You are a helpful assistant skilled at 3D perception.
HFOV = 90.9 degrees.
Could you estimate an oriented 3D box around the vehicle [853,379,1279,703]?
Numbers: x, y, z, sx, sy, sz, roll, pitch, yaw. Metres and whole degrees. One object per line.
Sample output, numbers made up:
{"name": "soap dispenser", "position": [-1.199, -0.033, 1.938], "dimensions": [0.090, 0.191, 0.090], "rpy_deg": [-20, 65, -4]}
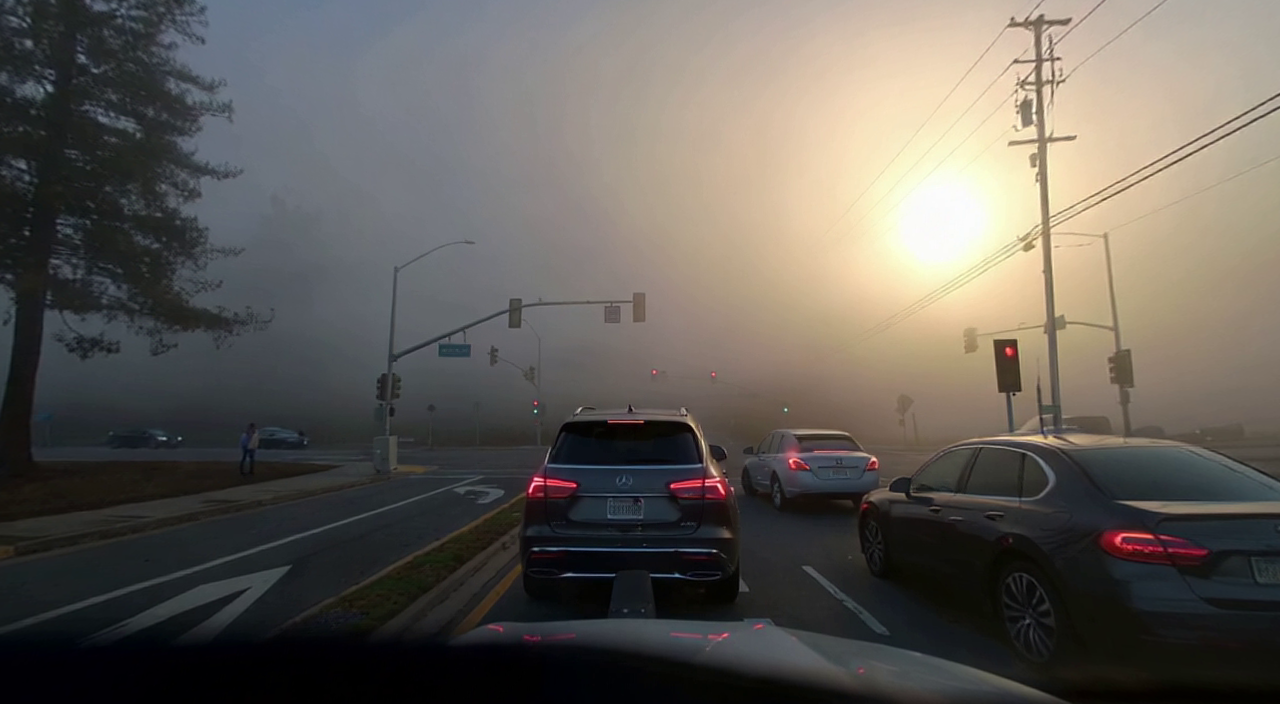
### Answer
{"name": "vehicle", "position": [3.550, 1.297, 5.455], "dimensions": [1.948, 1.677, 4.437], "rpy_deg": [0, -8, 1]}

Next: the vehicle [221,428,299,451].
{"name": "vehicle", "position": [-28.375, 6.533, 47.193], "dimensions": [4.587, 1.639, 1.878], "rpy_deg": [0, -8, 0]}

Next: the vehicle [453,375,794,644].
{"name": "vehicle", "position": [-0.154, 1.373, 6.531], "dimensions": [2.271, 1.786, 4.443], "rpy_deg": [0, -8, -1]}

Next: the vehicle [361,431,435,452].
{"name": "vehicle", "position": [-17.755, 6.557, 46.353], "dimensions": [4.607, 1.478, 1.995], "rpy_deg": [0, -8, 0]}
